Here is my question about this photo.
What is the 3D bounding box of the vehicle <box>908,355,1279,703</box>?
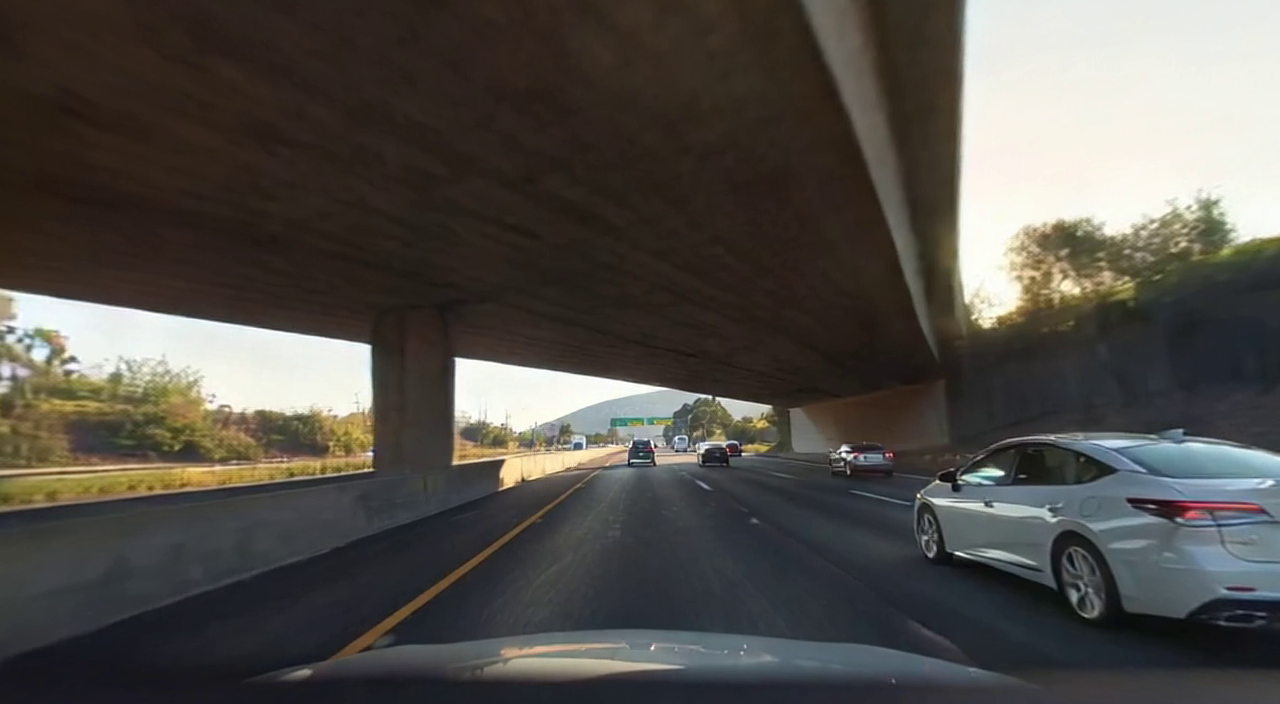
[{"bbox_3d":[3.714,1.061,4.127,2.003,1.661,4.418,-1,-8,1],"label":"vehicle"}]

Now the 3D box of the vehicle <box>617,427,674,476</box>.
[{"bbox_3d":[0.185,4.147,26.414,2.189,1.852,4.038,0,-8,0],"label":"vehicle"}]

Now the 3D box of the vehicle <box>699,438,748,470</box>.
[{"bbox_3d":[4.146,5.119,31.819,1.825,1.487,4.034,0,-8,-1],"label":"vehicle"}]

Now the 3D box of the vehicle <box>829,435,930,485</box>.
[{"bbox_3d":[8.067,3.668,21.700,1.810,1.516,4.183,0,-8,0],"label":"vehicle"}]
